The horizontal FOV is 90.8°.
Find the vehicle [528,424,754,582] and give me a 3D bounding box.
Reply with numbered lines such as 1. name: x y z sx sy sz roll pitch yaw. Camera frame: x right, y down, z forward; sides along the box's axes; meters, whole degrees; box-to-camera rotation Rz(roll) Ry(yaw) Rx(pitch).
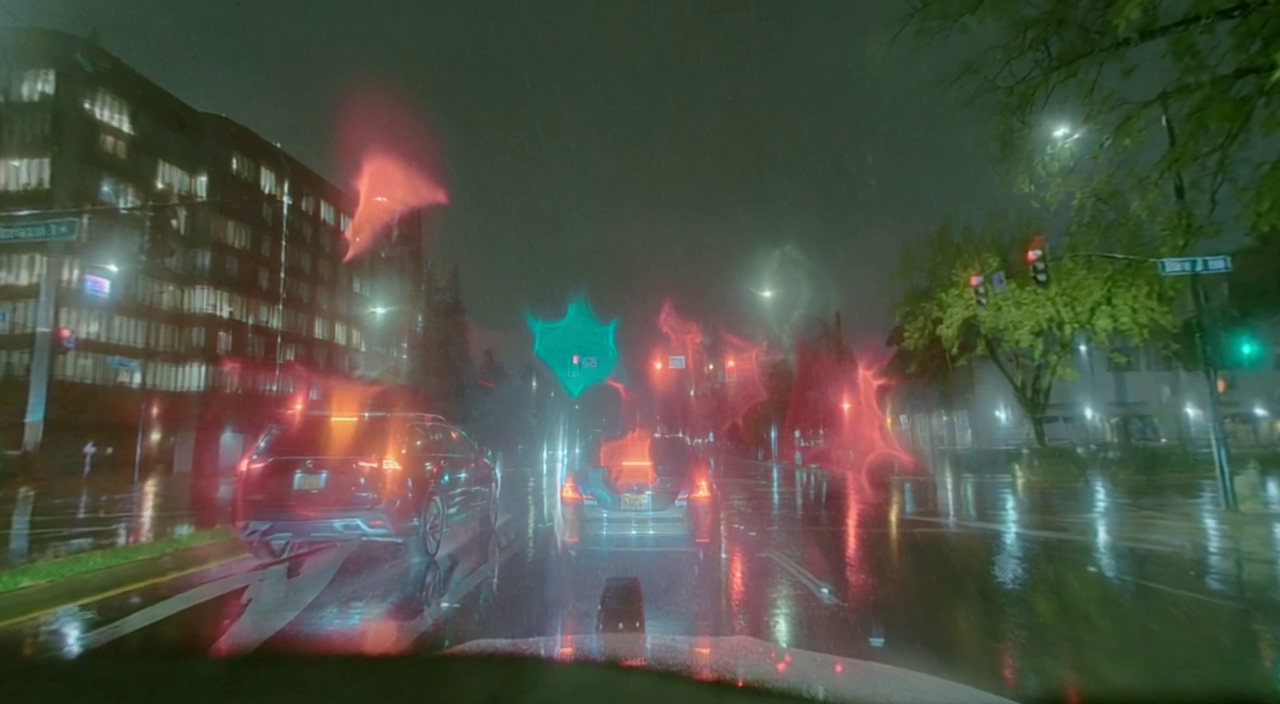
1. vehicle: 0.023 1.756 8.144 2.190 1.522 3.850 0 -8 0

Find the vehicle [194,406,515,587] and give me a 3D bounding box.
1. vehicle: -3.177 1.709 8.327 2.081 1.719 4.434 0 -8 1
